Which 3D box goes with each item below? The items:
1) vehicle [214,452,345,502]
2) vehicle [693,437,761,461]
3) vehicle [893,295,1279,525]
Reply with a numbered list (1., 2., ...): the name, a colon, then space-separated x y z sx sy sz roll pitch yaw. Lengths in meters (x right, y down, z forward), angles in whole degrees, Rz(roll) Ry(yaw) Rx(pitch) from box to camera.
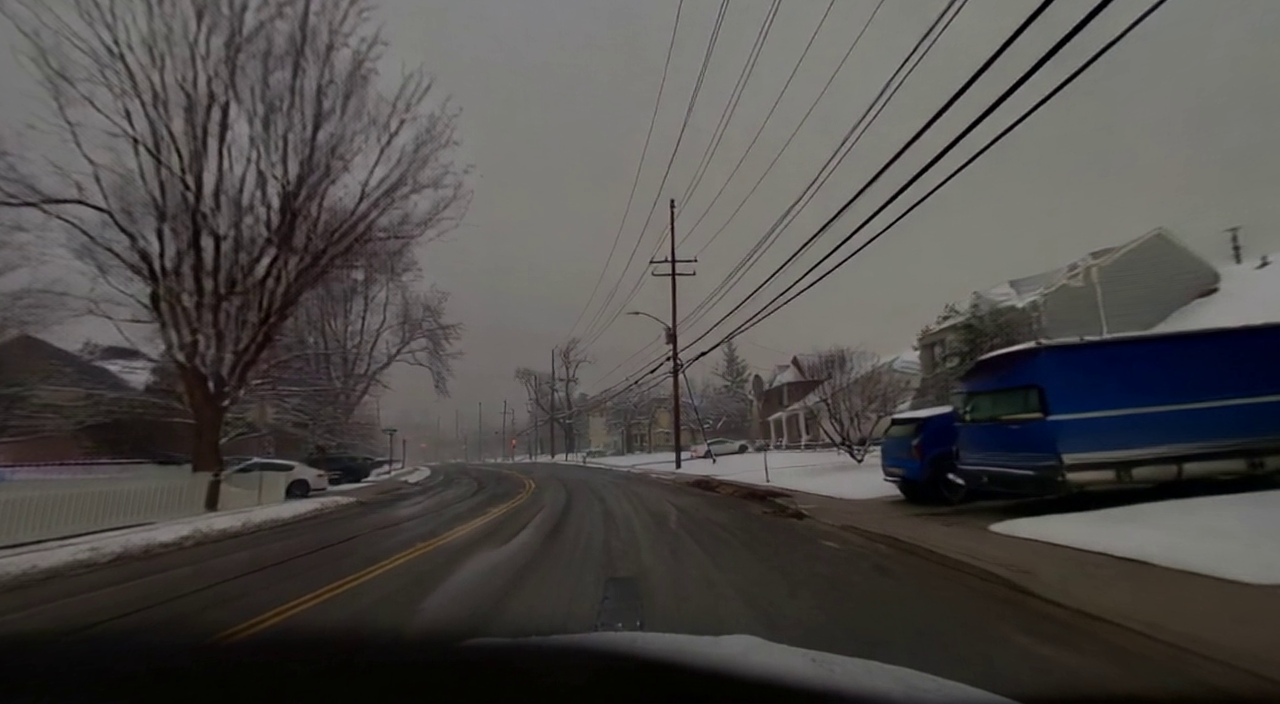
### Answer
1. vehicle: -12.475 4.300 22.242 2.390 1.431 4.253 0 -8 -5
2. vehicle: 6.189 6.972 45.377 4.566 1.623 1.906 0 -9 -2
3. vehicle: 8.390 0.885 10.486 7.115 3.010 2.378 -4 -8 -4
